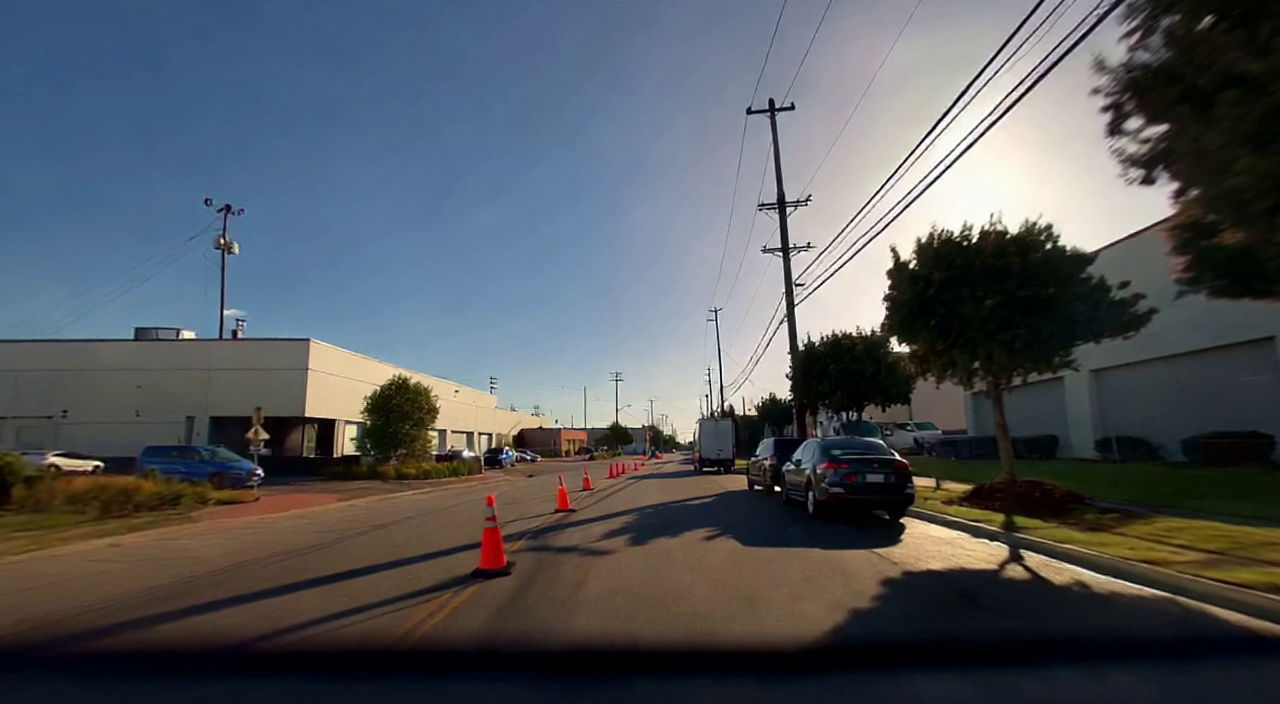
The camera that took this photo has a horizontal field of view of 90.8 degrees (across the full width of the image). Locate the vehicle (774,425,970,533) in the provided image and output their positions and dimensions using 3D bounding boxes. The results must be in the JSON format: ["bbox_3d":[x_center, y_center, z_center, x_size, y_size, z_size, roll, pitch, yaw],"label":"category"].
[{"bbox_3d":[4.237,2.403,12.633,2.115,1.702,4.978,0,-8,1],"label":"vehicle"}]

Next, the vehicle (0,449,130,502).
[{"bbox_3d":[-20.003,4.091,21.364,1.799,1.542,4.546,0,-8,-2],"label":"vehicle"}]

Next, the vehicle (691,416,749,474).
[{"bbox_3d":[4.840,5.831,39.667,2.871,3.301,7.433,0,-8,1],"label":"vehicle"}]

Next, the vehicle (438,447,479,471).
[{"bbox_3d":[-13.999,8.248,48.916,1.971,1.789,4.360,0,-8,-1],"label":"vehicle"}]

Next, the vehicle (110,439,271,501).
[{"bbox_3d":[-14.804,3.878,21.234,2.085,1.748,4.558,-3,-8,0],"label":"vehicle"}]

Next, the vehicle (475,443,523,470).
[{"bbox_3d":[-10.988,8.190,49.669,2.287,1.975,5.511,-1,-8,2],"label":"vehicle"}]
